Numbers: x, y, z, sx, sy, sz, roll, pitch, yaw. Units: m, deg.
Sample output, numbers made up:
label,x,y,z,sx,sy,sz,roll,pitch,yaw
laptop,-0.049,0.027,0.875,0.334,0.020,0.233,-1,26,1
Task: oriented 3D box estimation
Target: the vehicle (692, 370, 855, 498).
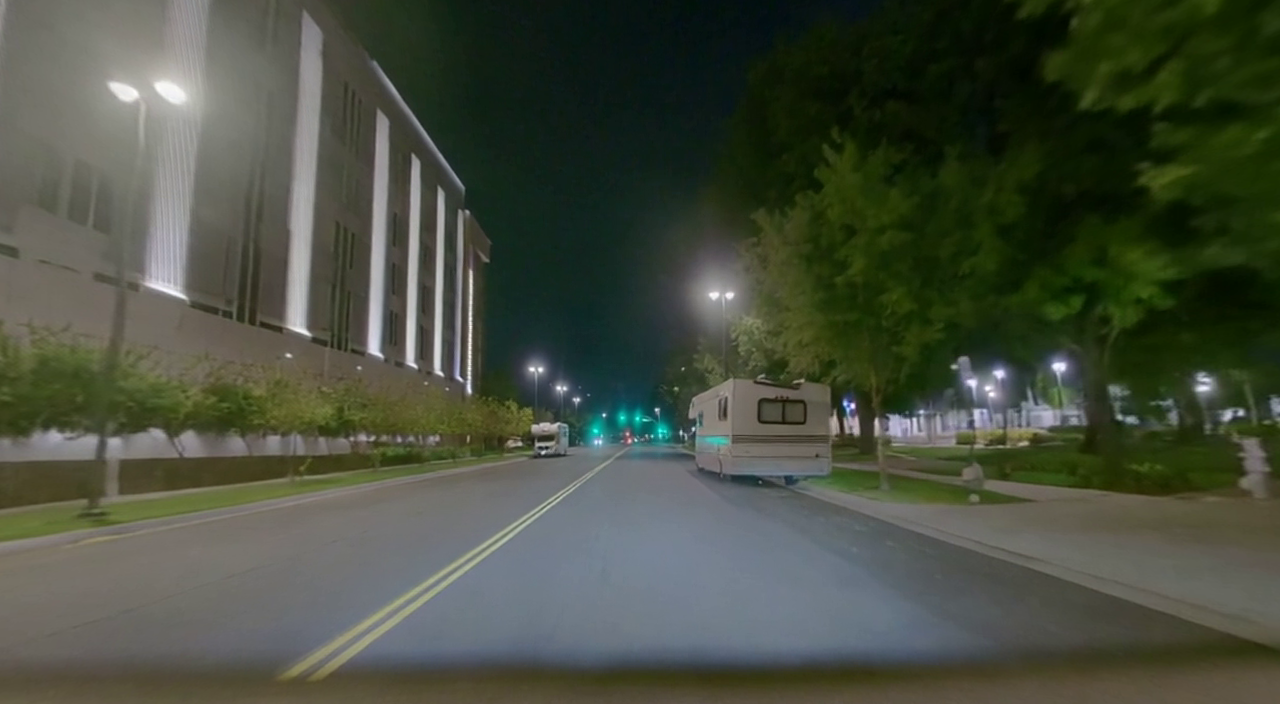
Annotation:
label,x,y,z,sx,sy,sz,roll,pitch,yaw
vehicle,3.675,2.559,20.023,3.074,3.099,8.805,1,-7,-1
